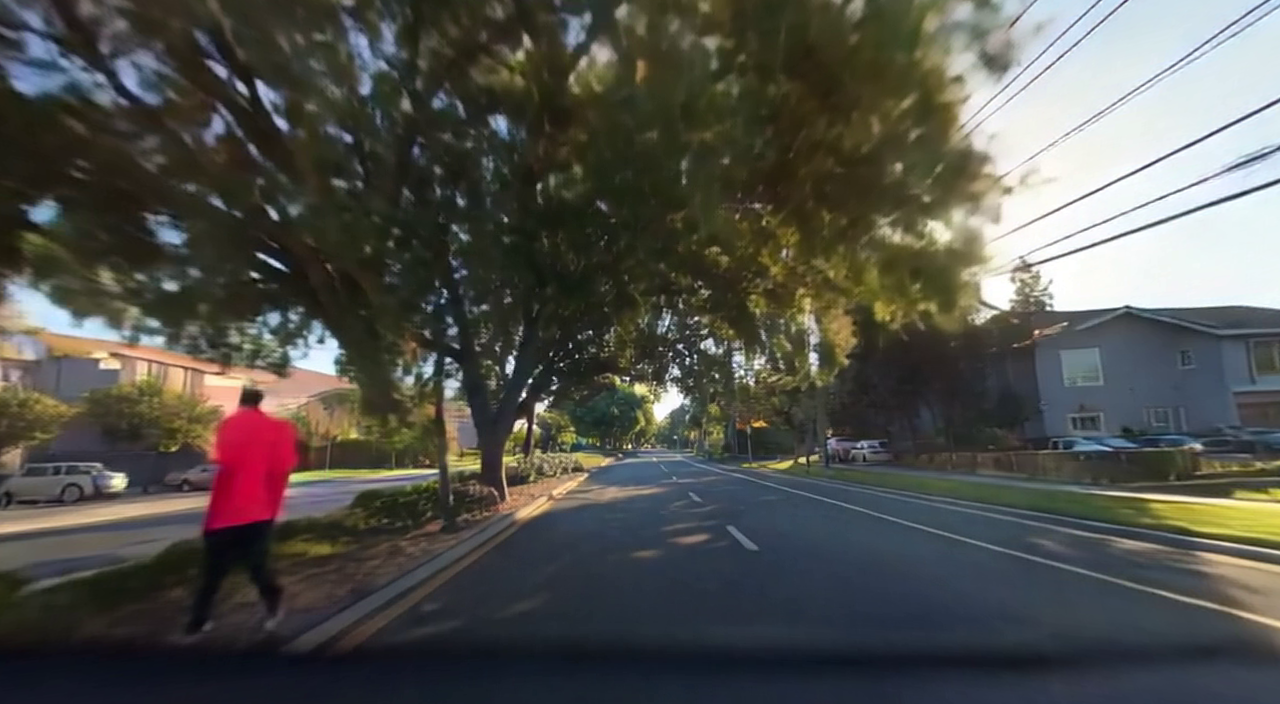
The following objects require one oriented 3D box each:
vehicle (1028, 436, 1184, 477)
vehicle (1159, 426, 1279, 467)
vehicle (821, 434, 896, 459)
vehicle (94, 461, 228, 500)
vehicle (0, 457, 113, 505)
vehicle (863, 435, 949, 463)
[{"bbox_3d":[17.515,3.941,23.927,4.246,1.427,2.055,0,-9,0],"label":"vehicle"},{"bbox_3d":[31.226,4.949,33.171,2.206,1.971,5.600,3,-9,-21],"label":"vehicle"},{"bbox_3d":[16.607,7.185,48.161,4.833,1.786,2.136,0,-8,-2],"label":"vehicle"},{"bbox_3d":[-21.844,5.904,29.028,4.354,1.450,2.043,-1,-11,-11],"label":"vehicle"},{"bbox_3d":[-27.080,5.786,28.504,4.690,1.966,1.970,0,-9,-2],"label":"vehicle"},{"bbox_3d":[16.998,6.218,40.566,4.560,1.725,2.096,0,-9,-3],"label":"vehicle"}]
